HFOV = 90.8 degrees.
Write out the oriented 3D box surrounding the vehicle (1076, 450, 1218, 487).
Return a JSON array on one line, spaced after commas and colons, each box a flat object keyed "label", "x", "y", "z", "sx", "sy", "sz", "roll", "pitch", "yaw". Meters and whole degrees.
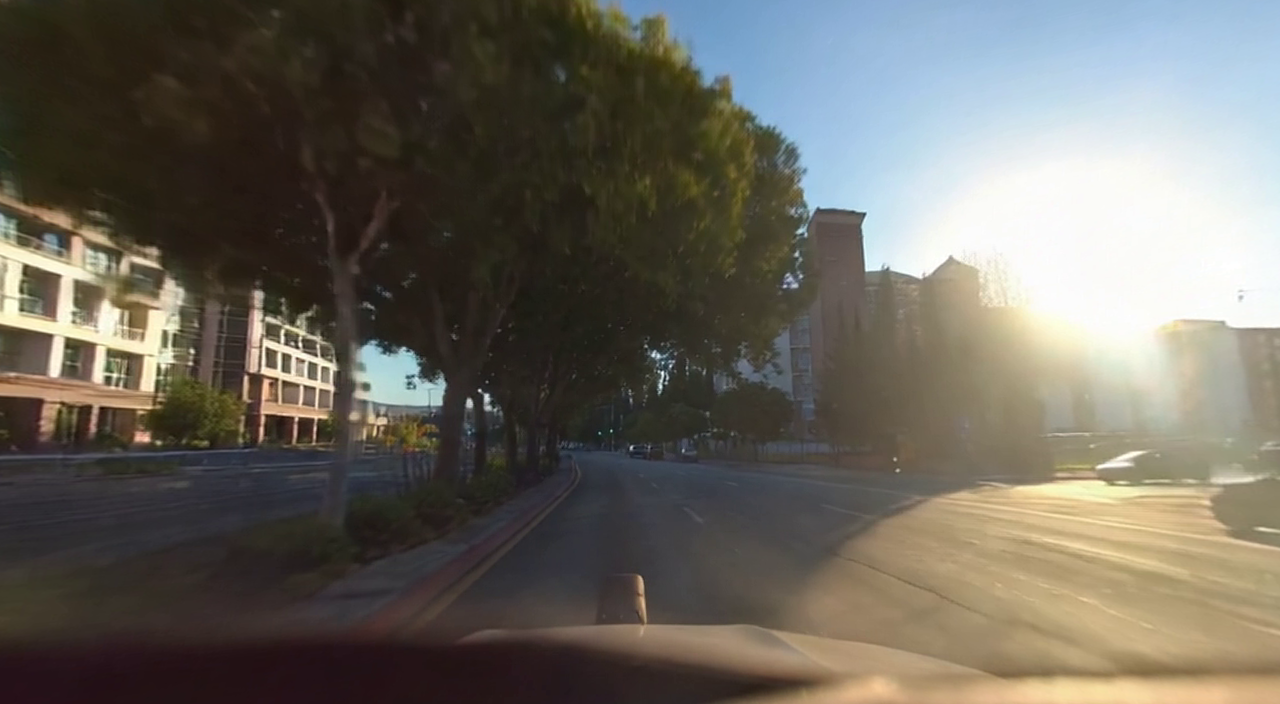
[{"label": "vehicle", "x": 24.435, "y": 5.589, "z": 30.573, "sx": 5.224, "sy": 1.678, "sz": 2.033, "roll": 0, "pitch": -9, "yaw": -4}]
